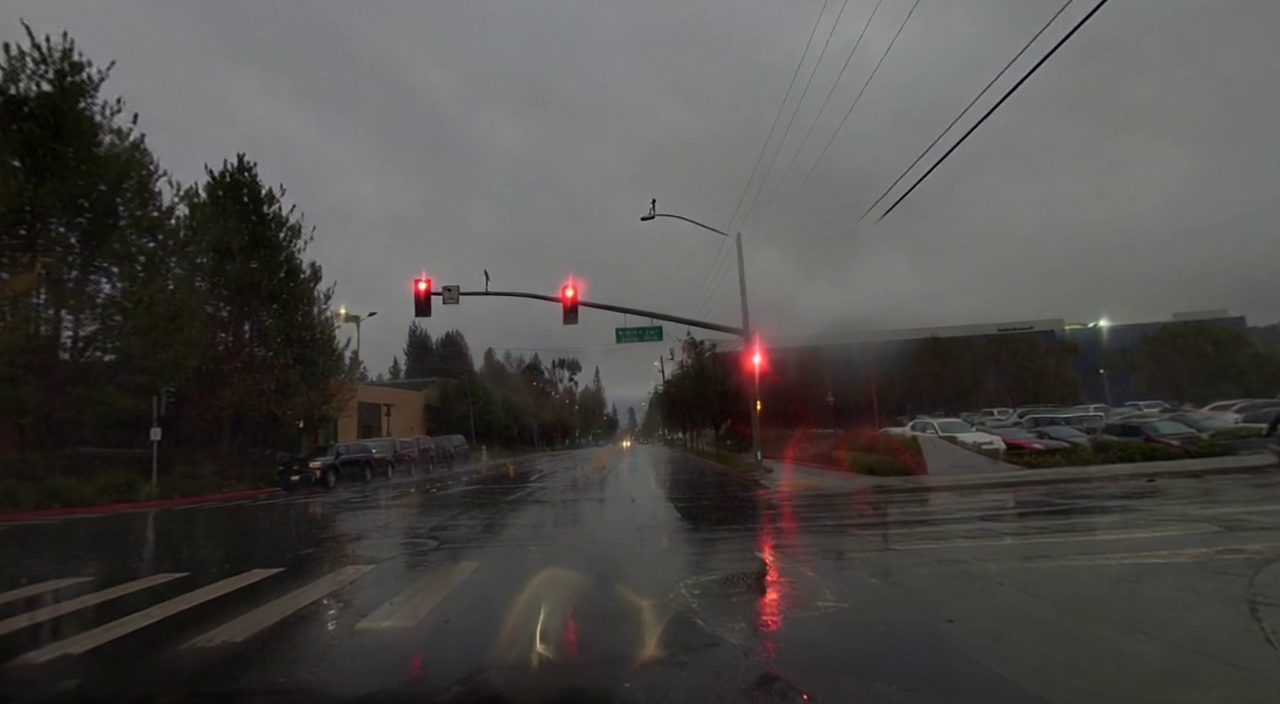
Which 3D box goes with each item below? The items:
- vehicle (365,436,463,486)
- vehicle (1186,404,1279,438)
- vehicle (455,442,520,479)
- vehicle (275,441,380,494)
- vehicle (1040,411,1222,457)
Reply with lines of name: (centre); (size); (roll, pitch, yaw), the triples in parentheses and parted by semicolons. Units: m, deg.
vehicle: (-10.171, 4.956, 29.059); (2.475, 1.940, 5.702); (-3, -9, 0)
vehicle: (34.911, 4.028, 36.651); (4.326, 1.511, 1.725); (-8, -9, 17)
vehicle: (-6.982, 4.995, 29.323); (2.024, 1.470, 4.153); (-3, -9, -1)
vehicle: (-13.728, 5.063, 28.149); (2.251, 1.957, 4.968); (-4, -9, -1)
vehicle: (16.926, 2.906, 22.099); (4.560, 1.453, 1.851); (-3, -9, 18)
